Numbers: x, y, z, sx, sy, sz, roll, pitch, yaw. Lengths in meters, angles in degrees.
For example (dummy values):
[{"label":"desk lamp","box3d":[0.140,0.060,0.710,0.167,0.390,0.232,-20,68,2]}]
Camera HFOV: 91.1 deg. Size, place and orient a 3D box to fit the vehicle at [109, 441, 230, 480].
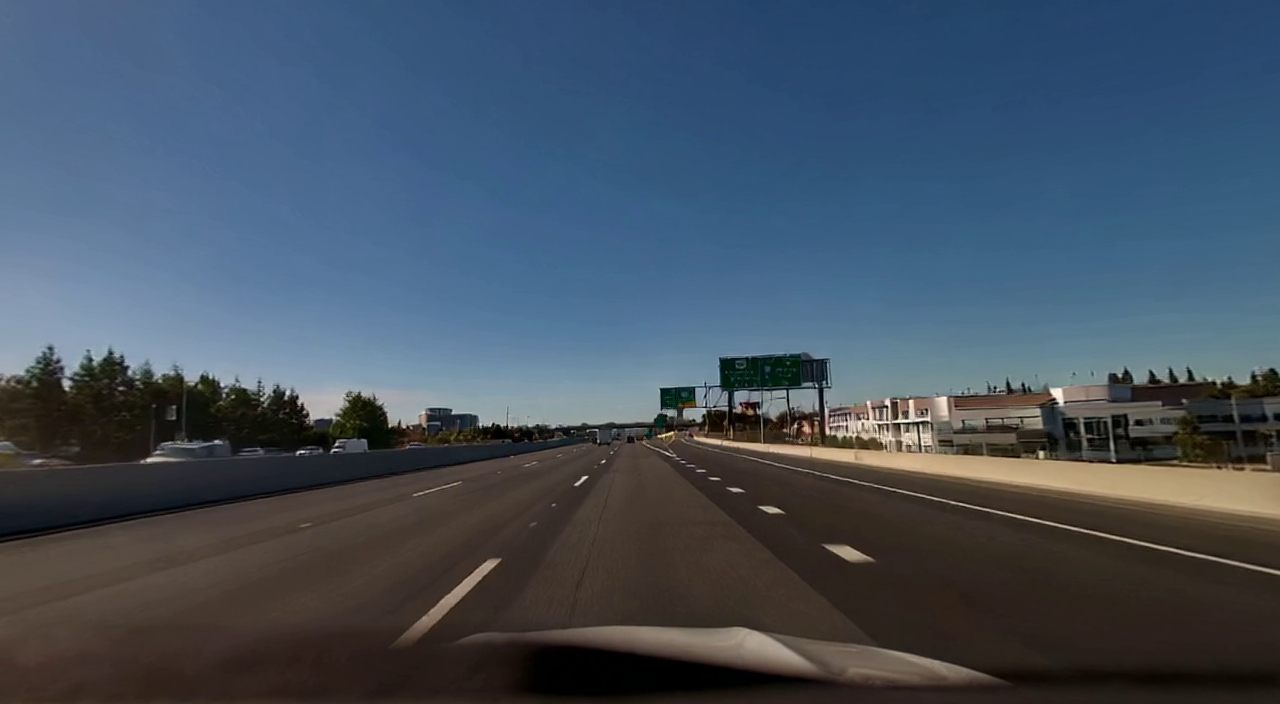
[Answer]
[{"label":"vehicle","box3d":[-20.064,4.599,27.074,1.877,1.522,4.259,0,-8,0]}]
